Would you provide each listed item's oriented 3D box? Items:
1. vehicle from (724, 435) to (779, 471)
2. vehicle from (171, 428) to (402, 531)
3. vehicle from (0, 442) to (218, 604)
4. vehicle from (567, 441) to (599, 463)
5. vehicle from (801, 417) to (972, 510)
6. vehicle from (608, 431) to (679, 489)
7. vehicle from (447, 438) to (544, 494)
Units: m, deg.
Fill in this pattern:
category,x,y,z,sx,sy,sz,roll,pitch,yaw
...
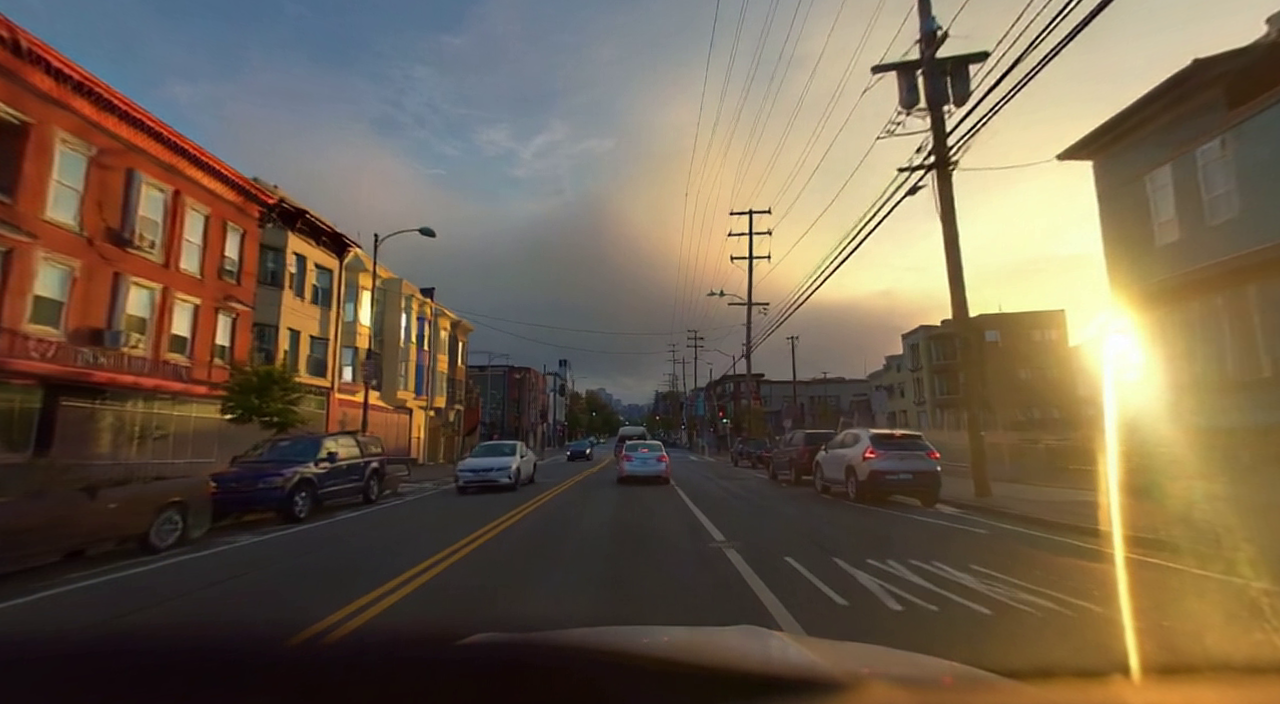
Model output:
category,x,y,z,sx,sy,sz,roll,pitch,yaw
vehicle,6.437,5.896,37.136,2.197,1.917,5.637,0,-8,0
vehicle,-7.397,2.666,14.126,2.095,1.847,5.290,0,-8,0
vehicle,-7.310,1.854,7.359,1.928,1.552,4.234,0,-8,-2
vehicle,-4.099,7.279,45.986,1.968,1.524,4.304,0,-8,0
vehicle,6.271,2.939,17.116,2.203,2.052,5.975,0,-8,0
vehicle,0.121,3.333,19.737,1.980,1.635,3.795,0,-8,1
vehicle,-4.273,3.434,19.457,1.944,1.515,4.428,0,-8,0
